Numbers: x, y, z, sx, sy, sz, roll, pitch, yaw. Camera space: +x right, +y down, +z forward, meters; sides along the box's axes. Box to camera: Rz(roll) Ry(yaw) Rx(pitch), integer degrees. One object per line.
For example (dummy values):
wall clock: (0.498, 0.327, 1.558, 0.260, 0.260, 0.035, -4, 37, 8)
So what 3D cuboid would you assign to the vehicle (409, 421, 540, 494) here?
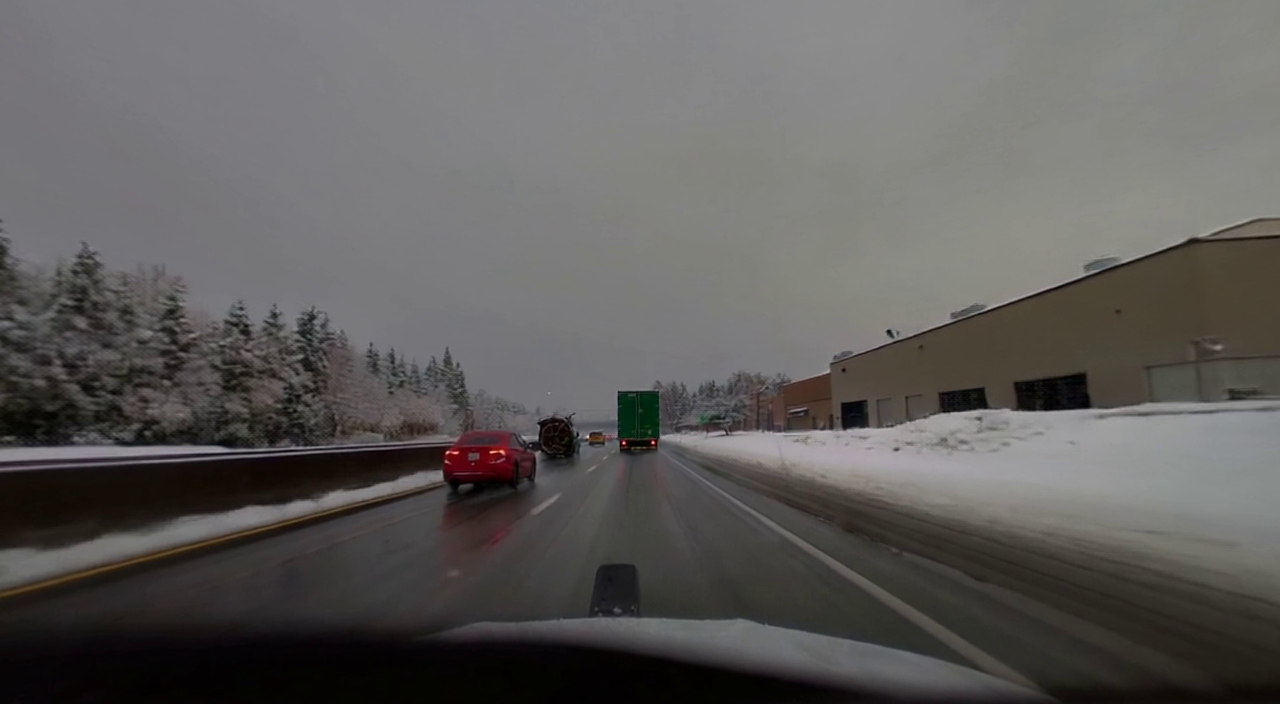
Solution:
vehicle: (-4.123, 2.705, 16.697, 2.005, 1.602, 5.131, 0, -8, 1)

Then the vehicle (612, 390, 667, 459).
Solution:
vehicle: (-0.156, 4.976, 42.410, 3.259, 4.066, 9.891, 0, -8, -1)

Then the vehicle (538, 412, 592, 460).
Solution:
vehicle: (-4.564, 5.333, 39.850, 2.717, 2.714, 6.997, 0, -8, -1)
